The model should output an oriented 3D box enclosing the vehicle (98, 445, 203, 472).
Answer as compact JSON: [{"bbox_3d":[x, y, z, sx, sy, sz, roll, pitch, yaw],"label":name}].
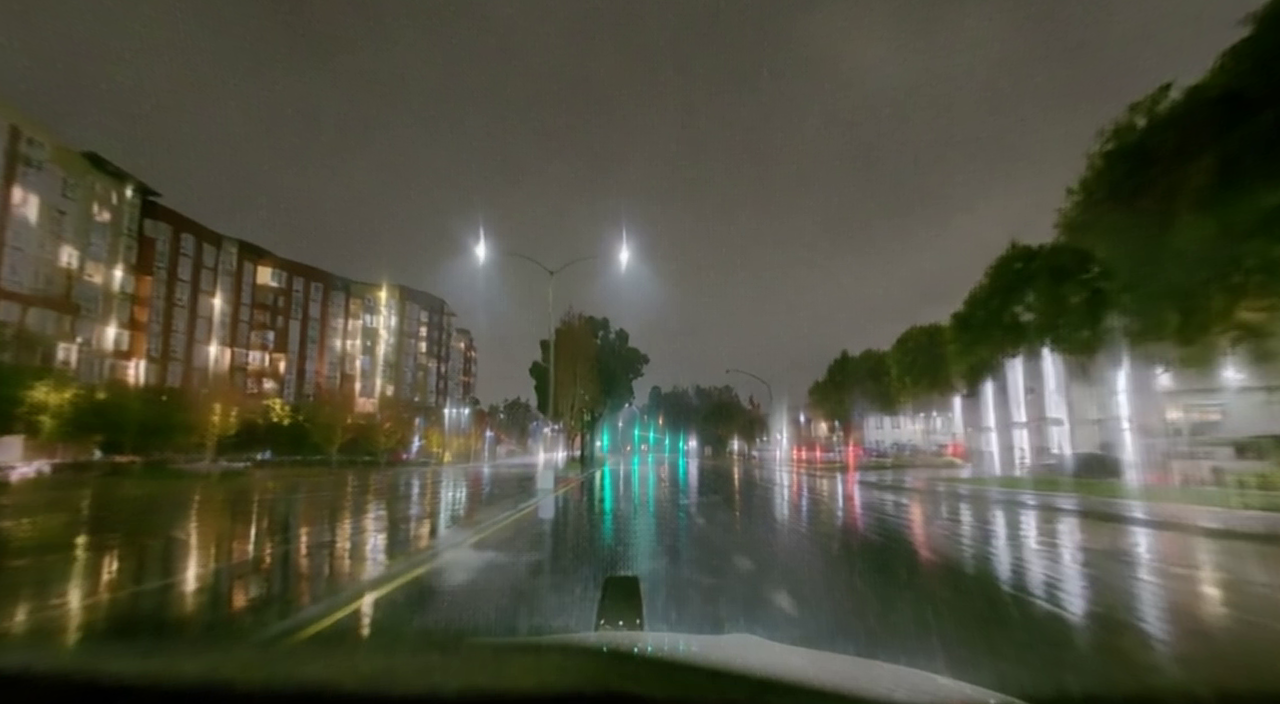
[{"bbox_3d":[-29.862,6.482,38.624,4.693,1.572,1.999,0,-9,0],"label":"vehicle"}]

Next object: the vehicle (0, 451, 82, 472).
[{"bbox_3d":[-46.159,8.426,48.726,1.912,1.509,4.629,0,-9,1],"label":"vehicle"}]

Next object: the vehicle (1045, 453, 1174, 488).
[{"bbox_3d":[20.006,5.054,27.065,3.975,1.387,1.914,0,-9,-1],"label":"vehicle"}]
